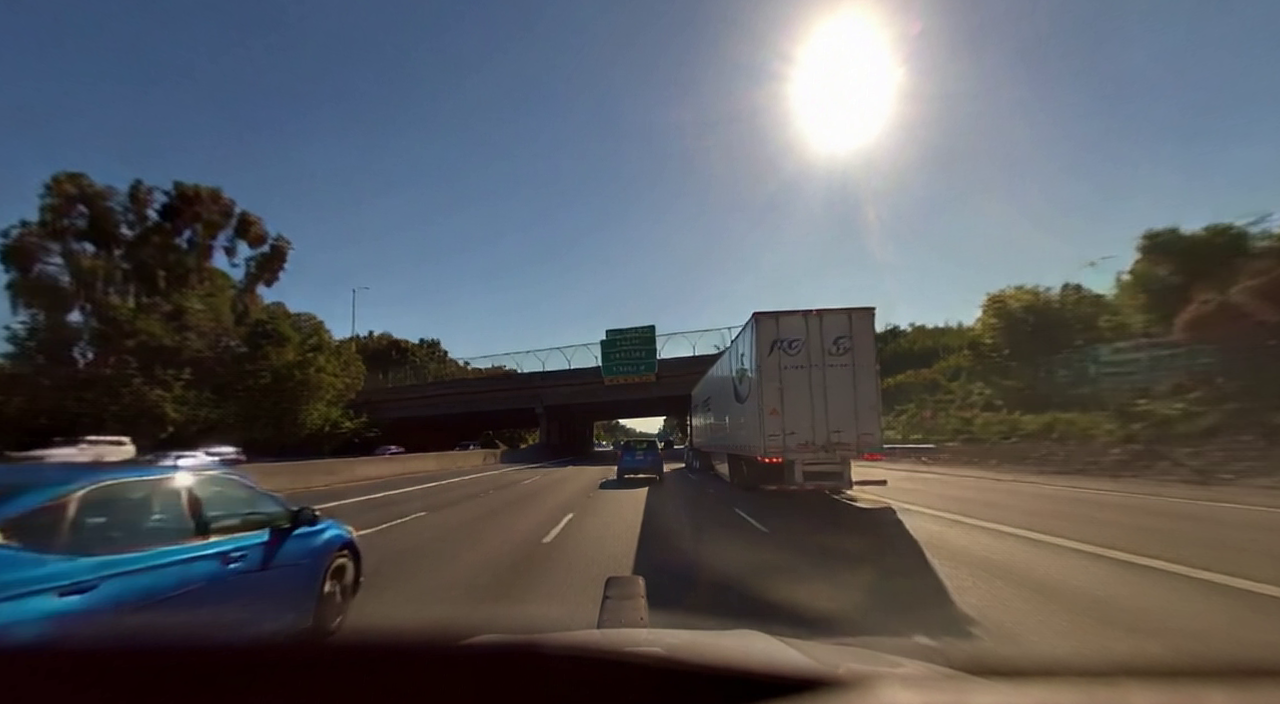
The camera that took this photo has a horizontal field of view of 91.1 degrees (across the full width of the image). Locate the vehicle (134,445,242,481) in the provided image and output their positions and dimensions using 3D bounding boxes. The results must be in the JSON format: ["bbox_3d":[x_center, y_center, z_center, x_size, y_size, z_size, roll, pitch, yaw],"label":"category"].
[{"bbox_3d":[-22.519,5.515,31.520,1.917,1.620,4.634,0,-8,1],"label":"vehicle"}]

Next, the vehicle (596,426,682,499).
[{"bbox_3d":[-0.036,2.952,17.118,2.054,1.706,4.201,0,-8,0],"label":"vehicle"}]

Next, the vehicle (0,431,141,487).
[{"bbox_3d":[-29.330,5.419,32.166,2.372,2.570,6.001,0,-8,1],"label":"vehicle"}]

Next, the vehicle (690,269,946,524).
[{"bbox_3d":[3.451,1.827,18.015,2.909,4.135,15.820,0,-8,1],"label":"vehicle"}]
